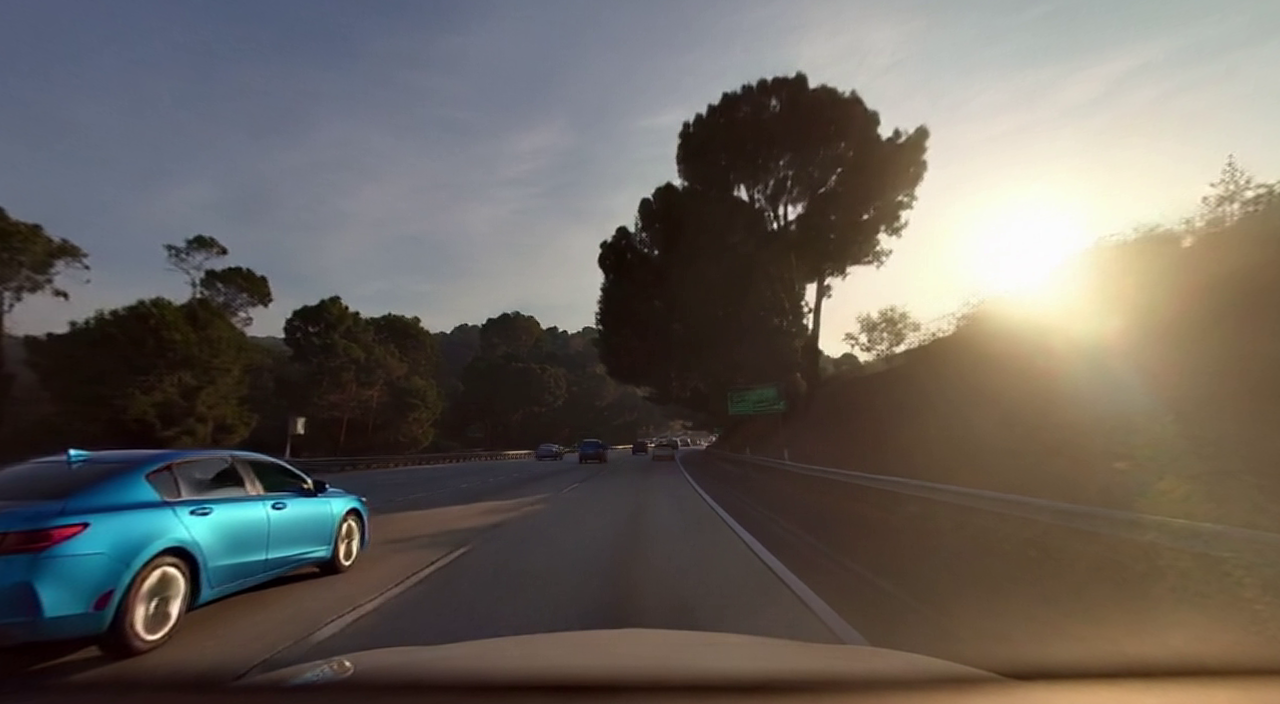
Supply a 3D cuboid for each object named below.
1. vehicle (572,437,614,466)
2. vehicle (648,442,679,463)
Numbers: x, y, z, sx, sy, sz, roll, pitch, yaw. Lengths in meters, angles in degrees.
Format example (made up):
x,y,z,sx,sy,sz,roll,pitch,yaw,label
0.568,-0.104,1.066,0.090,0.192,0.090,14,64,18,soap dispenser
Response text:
x,y,z,sx,sy,sz,roll,pitch,yaw,label
-2.879,6.291,39.981,2.071,1.716,4.363,-1,-8,3,vehicle
1.773,7.325,46.245,2.113,1.464,4.073,0,-8,3,vehicle
